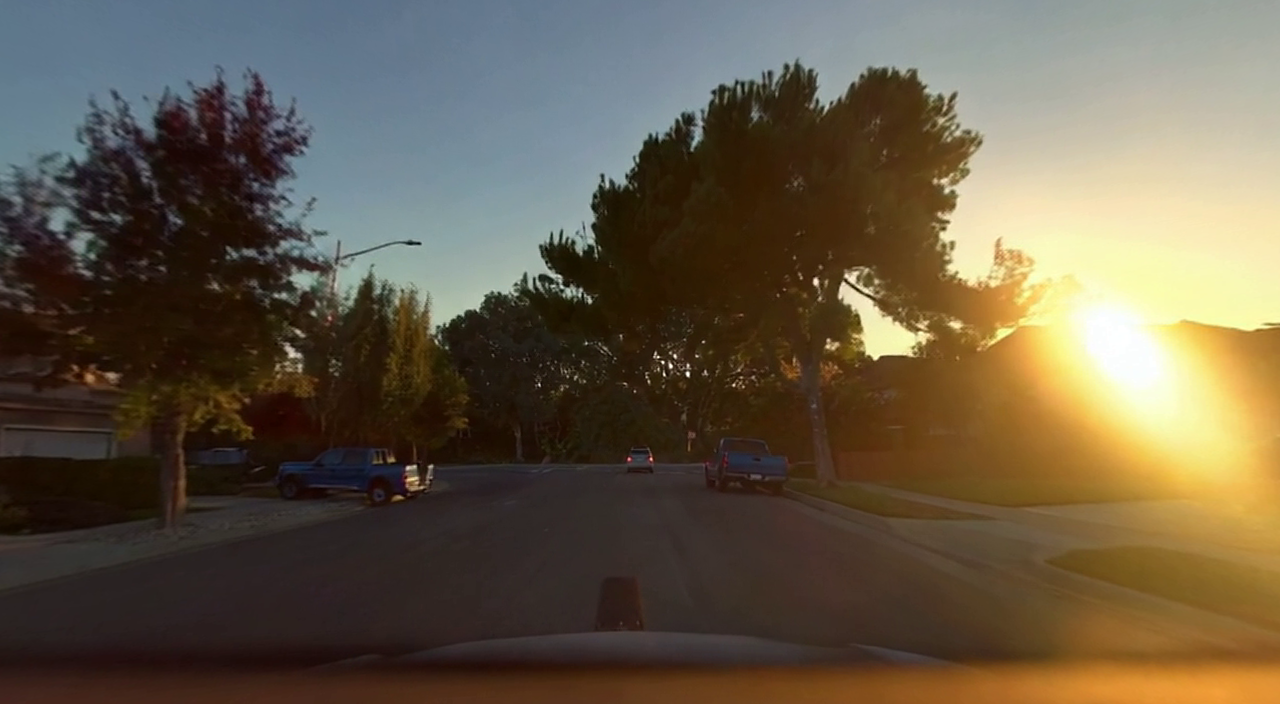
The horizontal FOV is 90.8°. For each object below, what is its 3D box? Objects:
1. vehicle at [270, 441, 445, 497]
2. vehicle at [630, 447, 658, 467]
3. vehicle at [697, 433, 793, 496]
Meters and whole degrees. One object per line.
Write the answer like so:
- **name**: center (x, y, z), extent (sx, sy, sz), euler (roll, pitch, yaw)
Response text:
- **vehicle**: center (-9.476, 3.950, 21.479), extent (4.947, 1.769, 2.023), euler (0, -9, 2)
- **vehicle**: center (0.324, 8.009, 48.278), extent (2.064, 1.477, 3.968), euler (0, -9, 1)
- **vehicle**: center (3.475, 3.864, 22.240), extent (2.394, 1.901, 5.759), euler (0, -9, 0)
